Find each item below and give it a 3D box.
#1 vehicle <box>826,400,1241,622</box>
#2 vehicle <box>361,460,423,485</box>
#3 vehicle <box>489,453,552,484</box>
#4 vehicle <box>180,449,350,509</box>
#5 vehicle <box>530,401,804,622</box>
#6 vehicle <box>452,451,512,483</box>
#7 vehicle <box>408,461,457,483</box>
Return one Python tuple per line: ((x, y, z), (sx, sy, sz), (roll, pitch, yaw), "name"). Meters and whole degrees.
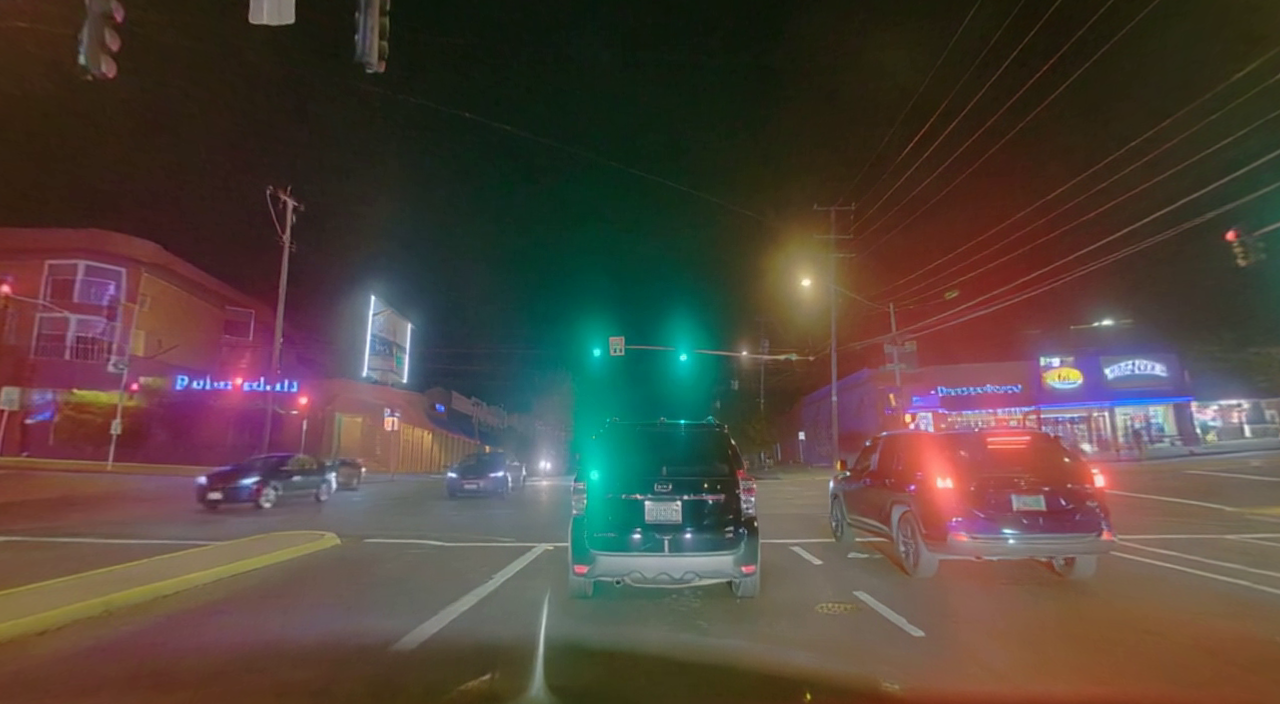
((3.612, 1.516, 6.961), (1.976, 1.664, 4.189), (-1, -8, 2), "vehicle")
((-16.209, 7.852, 41.457), (1.872, 1.433, 4.404), (-1, -8, 6), "vehicle")
((-6.202, 6.095, 33.263), (2.017, 1.468, 4.663), (-1, -8, 5), "vehicle")
((-10.706, 3.624, 18.532), (1.911, 1.461, 4.691), (-1, -8, 4), "vehicle")
((0.261, 1.503, 6.816), (2.098, 1.682, 3.778), (0, -8, 2), "vehicle")
((-9.447, 6.905, 38.201), (2.029, 1.776, 4.711), (-1, -8, 6), "vehicle")
((-15.486, 8.956, 47.265), (1.875, 1.475, 4.449), (-1, -8, 5), "vehicle")
